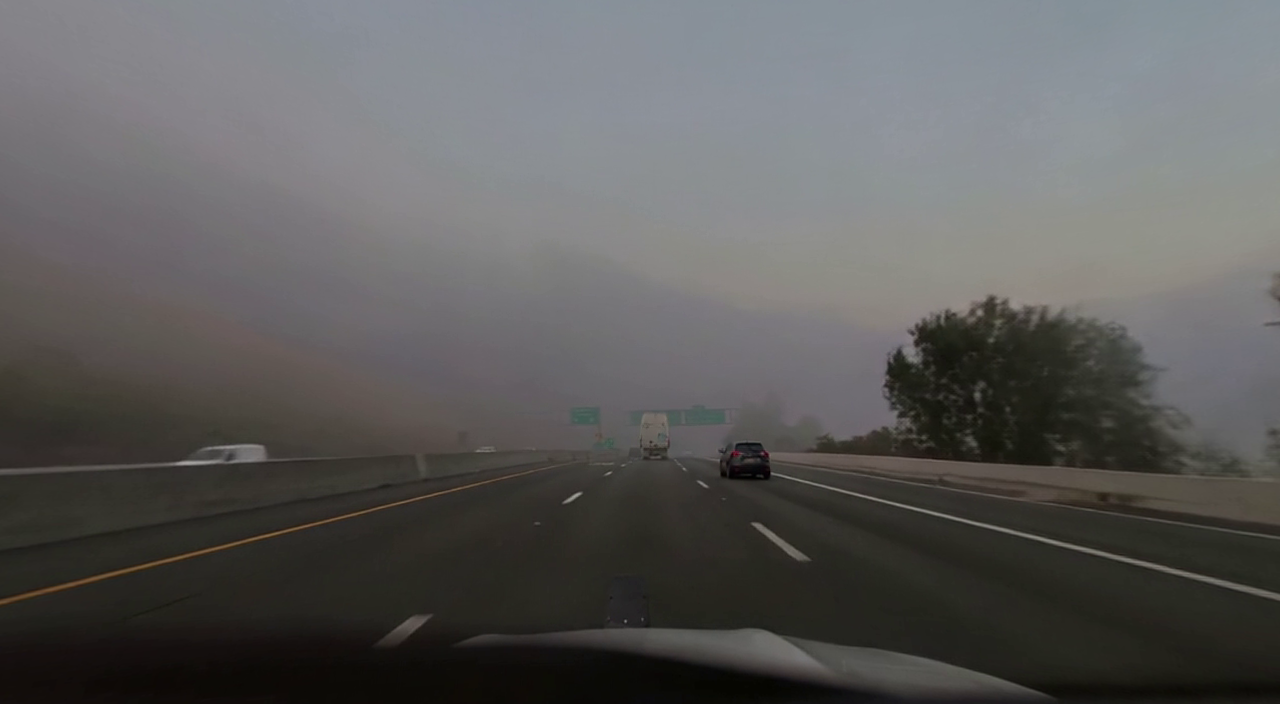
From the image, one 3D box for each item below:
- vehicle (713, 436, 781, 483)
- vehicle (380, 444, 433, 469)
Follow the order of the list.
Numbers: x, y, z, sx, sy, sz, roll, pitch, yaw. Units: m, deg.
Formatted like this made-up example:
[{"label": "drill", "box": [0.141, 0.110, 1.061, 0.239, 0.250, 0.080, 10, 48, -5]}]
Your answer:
[{"label": "vehicle", "box": [4.005, 4.088, 24.225, 1.880, 1.624, 3.941, 0, -8, 0]}, {"label": "vehicle", "box": [-17.503, 7.858, 47.537, 2.032, 1.684, 5.065, 1, -8, 1]}]
